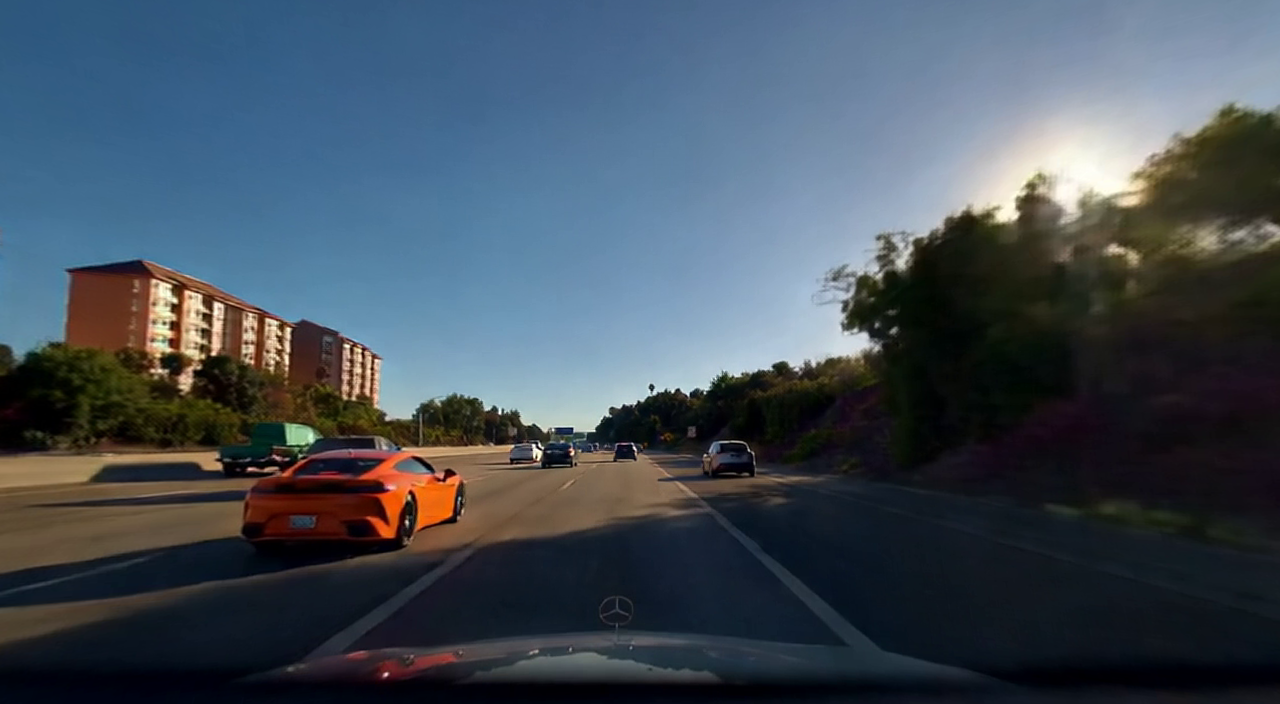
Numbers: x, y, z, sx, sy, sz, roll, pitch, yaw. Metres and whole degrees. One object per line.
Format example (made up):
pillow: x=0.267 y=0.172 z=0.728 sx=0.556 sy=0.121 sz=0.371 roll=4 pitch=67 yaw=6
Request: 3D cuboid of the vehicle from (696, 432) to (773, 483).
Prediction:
vehicle: x=3.337 y=3.834 z=23.242 sx=2.061 sy=1.658 sz=4.417 roll=0 pitch=-8 yaw=-2

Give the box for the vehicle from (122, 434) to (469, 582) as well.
vehicle: x=-3.977 y=1.861 z=8.447 sx=2.124 sy=1.426 sz=4.444 roll=0 pitch=-8 yaw=0

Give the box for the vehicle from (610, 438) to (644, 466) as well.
vehicle: x=-0.839 y=6.384 z=40.505 sx=2.053 sy=1.650 sz=3.945 roll=0 pitch=-8 yaw=-1

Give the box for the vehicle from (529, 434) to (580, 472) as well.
vehicle: x=-4.306 y=5.156 z=32.372 sx=2.044 sy=1.774 sz=4.329 roll=0 pitch=-8 yaw=0

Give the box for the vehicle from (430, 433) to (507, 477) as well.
vehicle: x=-7.645 y=4.644 z=28.763 sx=2.086 sy=1.776 sz=5.080 roll=0 pitch=-8 yaw=0

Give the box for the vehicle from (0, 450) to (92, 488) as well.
vehicle: x=-25.863 y=4.845 z=26.390 sx=1.816 sy=1.457 sz=4.598 roll=0 pitch=-8 yaw=-1
